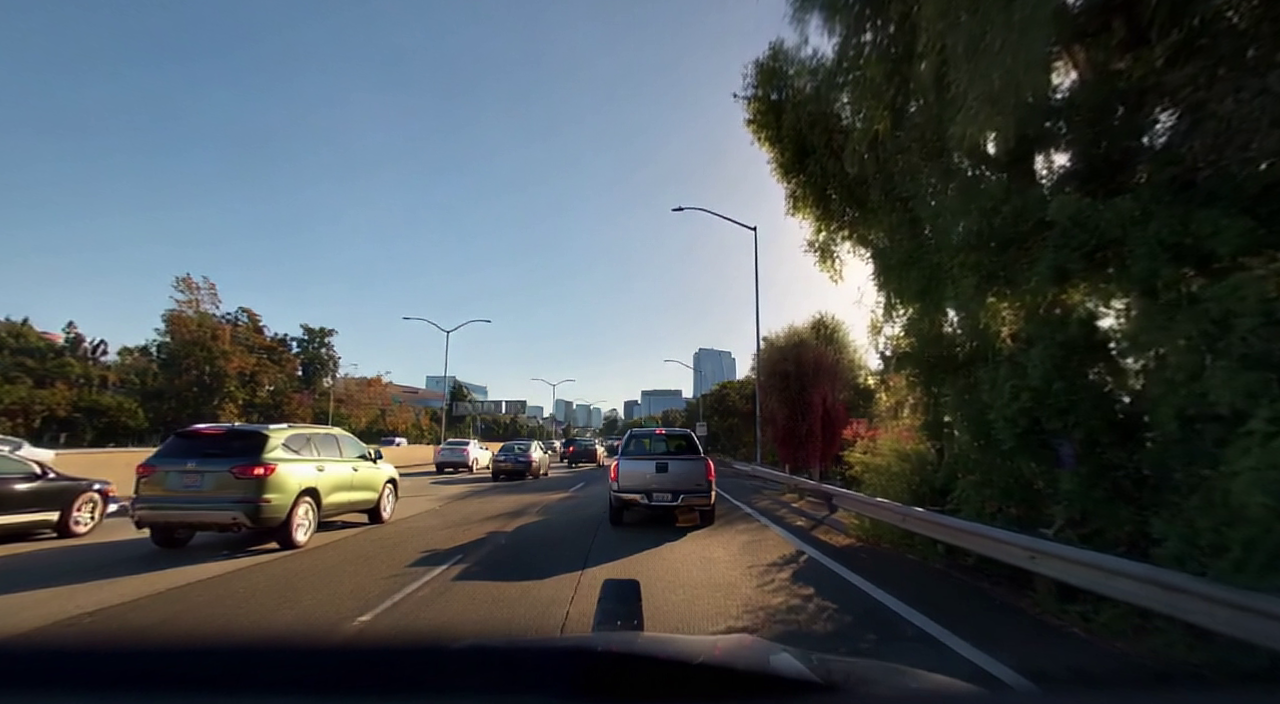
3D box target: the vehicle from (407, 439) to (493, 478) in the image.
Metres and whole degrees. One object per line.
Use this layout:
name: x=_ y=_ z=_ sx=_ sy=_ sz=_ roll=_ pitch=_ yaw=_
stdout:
vehicle: x=-7.745 y=4.366 z=26.205 sx=1.925 sy=1.454 sz=4.270 roll=-1 pitch=-9 yaw=5

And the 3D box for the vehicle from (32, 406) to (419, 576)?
vehicle: x=-4.989 y=1.727 z=8.611 sx=2.076 sy=1.688 sz=4.334 roll=-1 pitch=-9 yaw=5

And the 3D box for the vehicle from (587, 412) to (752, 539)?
vehicle: x=0.469 y=2.025 z=10.912 sx=2.235 sy=1.716 sz=4.435 roll=-1 pitch=-9 yaw=2

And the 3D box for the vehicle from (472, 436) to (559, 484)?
vehicle: x=-4.146 y=3.675 z=21.745 sx=1.868 sy=1.470 sz=4.105 roll=-1 pitch=-9 yaw=4
